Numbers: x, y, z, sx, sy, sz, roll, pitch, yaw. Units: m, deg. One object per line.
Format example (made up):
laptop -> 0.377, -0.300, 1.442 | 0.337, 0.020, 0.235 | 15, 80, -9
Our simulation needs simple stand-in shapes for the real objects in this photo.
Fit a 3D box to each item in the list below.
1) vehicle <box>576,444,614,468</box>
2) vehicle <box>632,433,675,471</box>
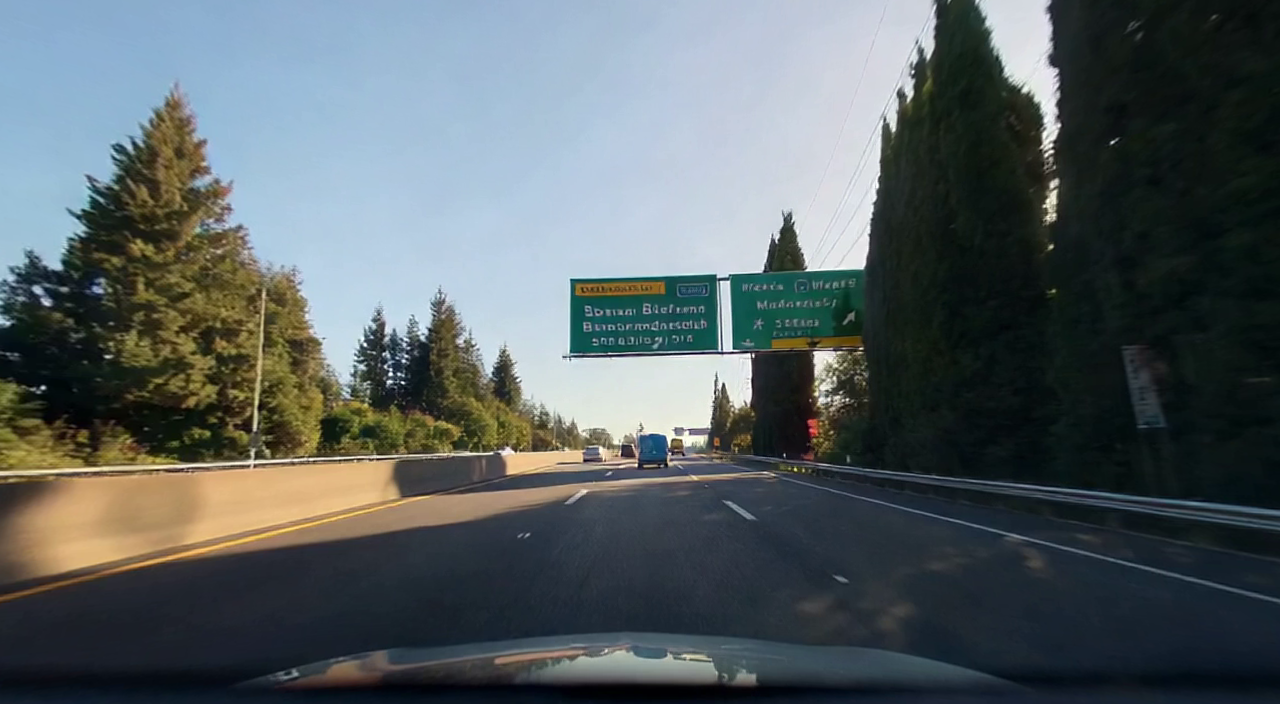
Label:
vehicle -> -2.849, 6.685, 40.635 | 1.996, 1.433, 4.316 | 0, -9, 2
vehicle -> 0.783, 5.687, 35.856 | 2.261, 1.969, 5.104 | 0, -9, 2
